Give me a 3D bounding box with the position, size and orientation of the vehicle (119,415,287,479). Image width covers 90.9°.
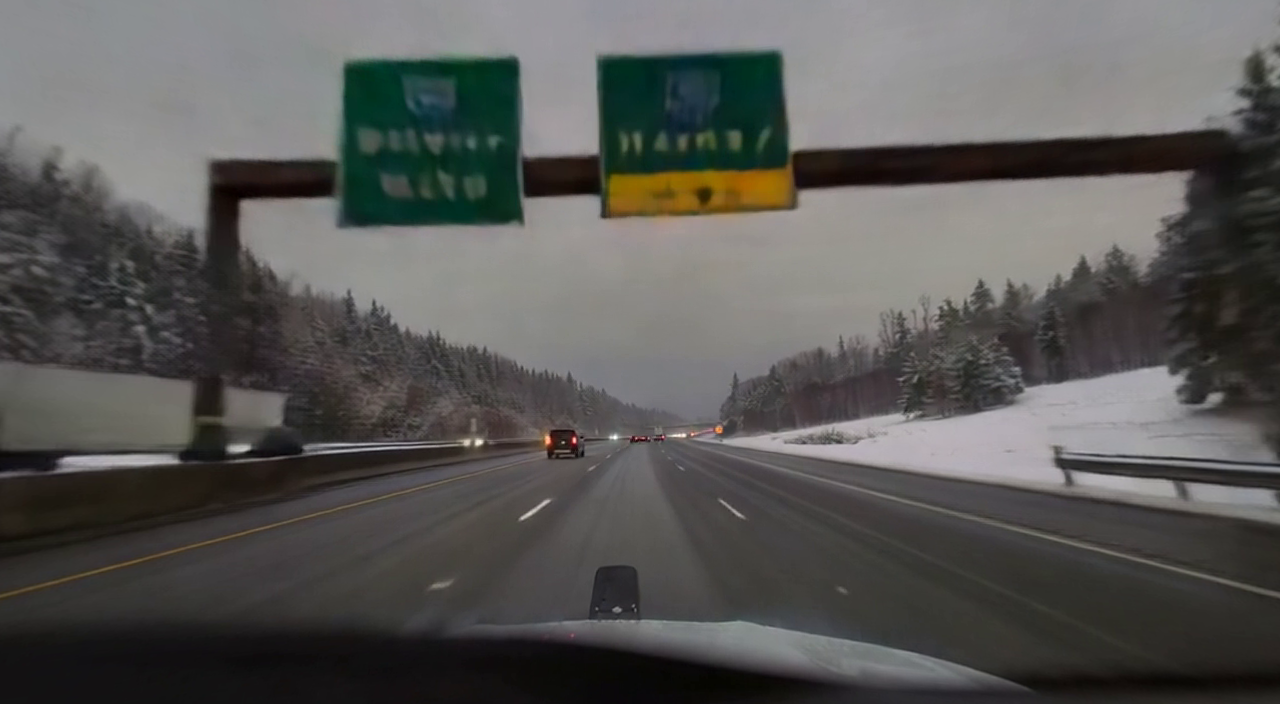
[{"bbox_3d":[-16.591,3.640,24.501,2.299,2.146,5.917,0,-8,0],"label":"vehicle"}]

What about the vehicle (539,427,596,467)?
[{"bbox_3d":[-3.221,4.298,28.686,2.084,1.654,4.080,0,-8,0],"label":"vehicle"}]
